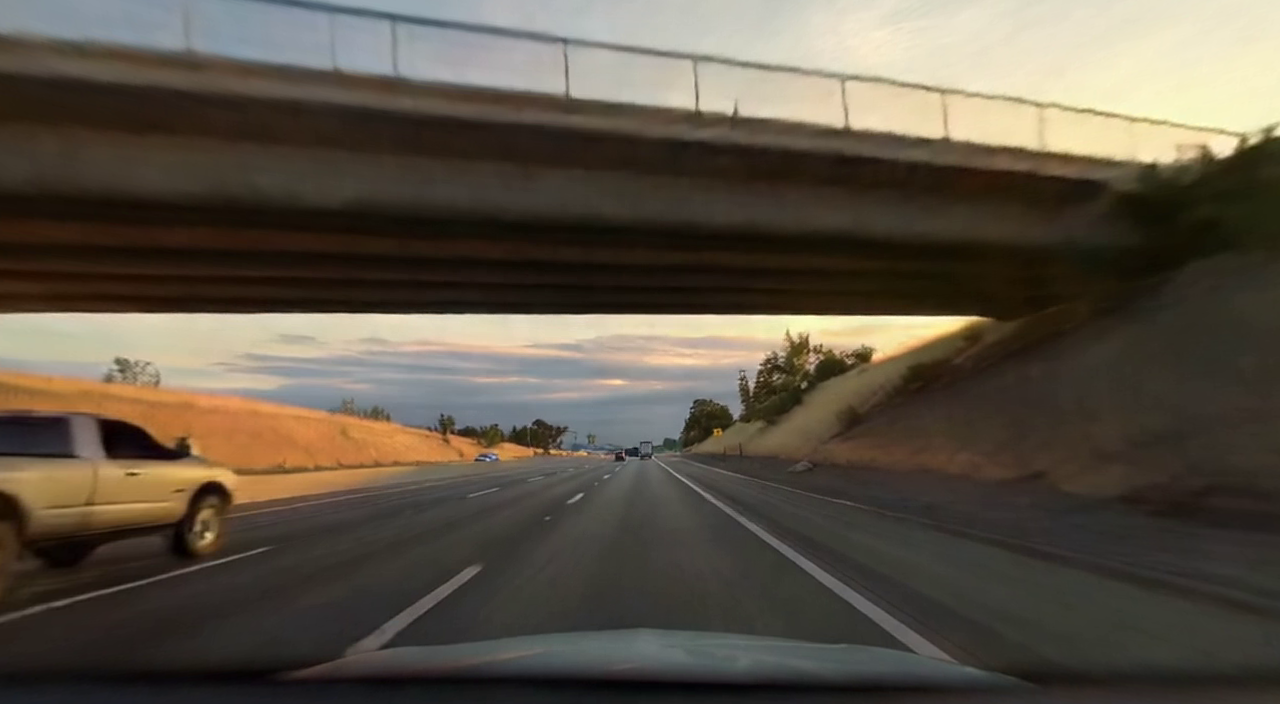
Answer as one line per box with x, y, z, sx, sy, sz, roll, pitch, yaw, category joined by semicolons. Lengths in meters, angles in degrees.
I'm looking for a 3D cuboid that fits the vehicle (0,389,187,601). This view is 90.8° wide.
-7.053;1.279;5.550;2.232;1.947;5.180;0;-9;0;vehicle
